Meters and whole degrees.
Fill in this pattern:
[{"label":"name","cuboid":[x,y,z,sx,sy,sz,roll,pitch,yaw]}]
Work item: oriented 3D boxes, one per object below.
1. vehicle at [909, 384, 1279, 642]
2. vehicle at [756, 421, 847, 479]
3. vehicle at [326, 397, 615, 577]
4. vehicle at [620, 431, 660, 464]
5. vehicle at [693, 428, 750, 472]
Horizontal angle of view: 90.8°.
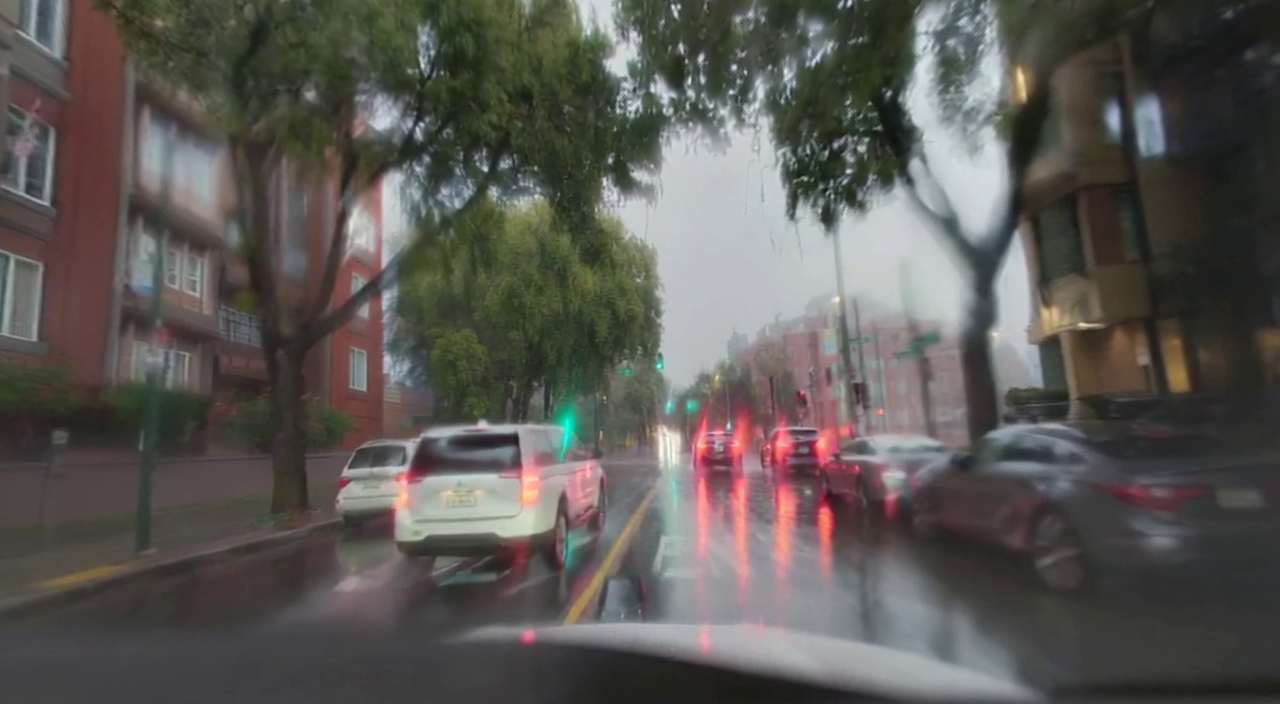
[{"label":"vehicle","cuboid":[4.451,1.313,6.137,1.883,1.601,4.305,-1,-8,2]},{"label":"vehicle","cuboid":[5.664,3.545,22.939,2.093,1.815,5.441,-1,-8,3]},{"label":"vehicle","cuboid":[-1.899,1.790,9.253,2.333,1.832,5.200,-1,-8,6]},{"label":"vehicle","cuboid":[0.060,5.466,36.227,1.979,1.723,3.849,-1,-8,4]},{"label":"vehicle","cuboid":[3.354,4.027,26.011,2.111,1.619,4.077,-2,-8,8]}]
